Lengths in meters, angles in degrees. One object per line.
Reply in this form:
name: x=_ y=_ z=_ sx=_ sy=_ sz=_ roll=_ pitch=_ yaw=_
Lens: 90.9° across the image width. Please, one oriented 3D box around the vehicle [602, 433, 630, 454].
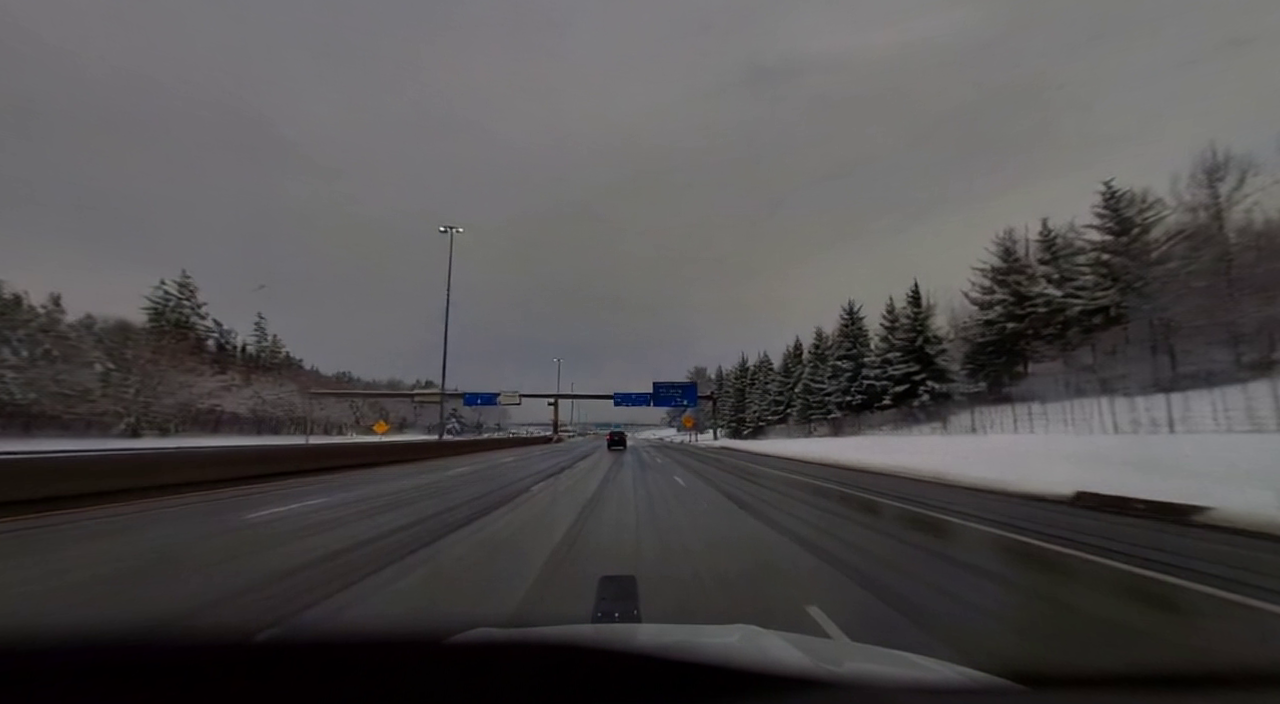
vehicle: x=-1.796 y=6.829 z=47.180 sx=2.000 sy=1.491 sz=3.913 roll=0 pitch=-8 yaw=-2
